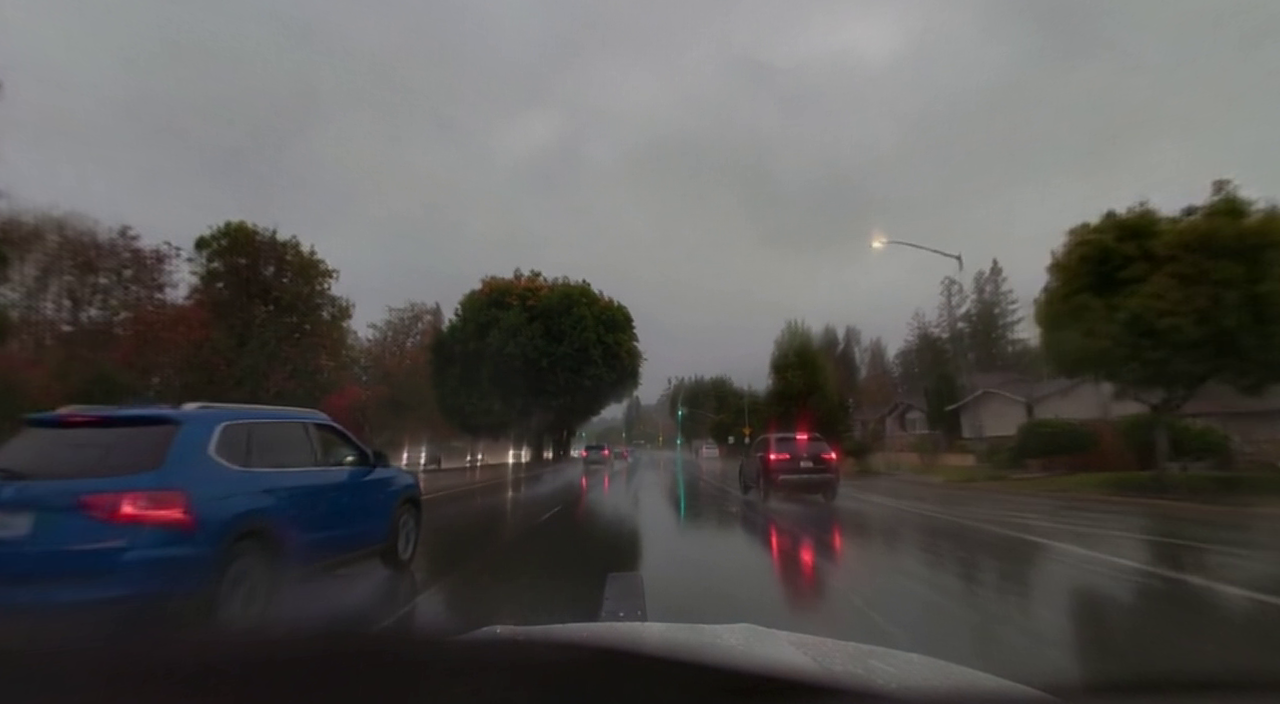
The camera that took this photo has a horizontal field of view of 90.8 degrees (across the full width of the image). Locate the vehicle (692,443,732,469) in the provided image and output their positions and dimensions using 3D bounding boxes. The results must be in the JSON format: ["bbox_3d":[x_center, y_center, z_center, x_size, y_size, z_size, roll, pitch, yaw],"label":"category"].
[{"bbox_3d":[4.850,6.999,42.845,2.169,1.669,4.037,0,-8,-1],"label":"vehicle"}]

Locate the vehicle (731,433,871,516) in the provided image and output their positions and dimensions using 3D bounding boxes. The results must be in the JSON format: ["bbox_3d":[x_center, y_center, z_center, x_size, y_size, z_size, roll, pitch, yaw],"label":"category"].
[{"bbox_3d":[3.564,2.800,14.997,2.132,1.659,4.387,0,-8,0],"label":"vehicle"}]

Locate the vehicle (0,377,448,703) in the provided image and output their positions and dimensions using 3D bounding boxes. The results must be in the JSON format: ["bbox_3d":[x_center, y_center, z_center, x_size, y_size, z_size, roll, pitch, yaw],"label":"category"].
[{"bbox_3d":[-3.467,1.313,5.656,2.045,1.688,4.632,0,-8,0],"label":"vehicle"}]

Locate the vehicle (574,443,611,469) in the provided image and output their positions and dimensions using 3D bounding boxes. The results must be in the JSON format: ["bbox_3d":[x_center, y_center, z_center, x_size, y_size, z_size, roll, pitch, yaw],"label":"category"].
[{"bbox_3d":[-2.993,6.632,40.445,1.988,1.569,4.202,0,-8,1],"label":"vehicle"}]
